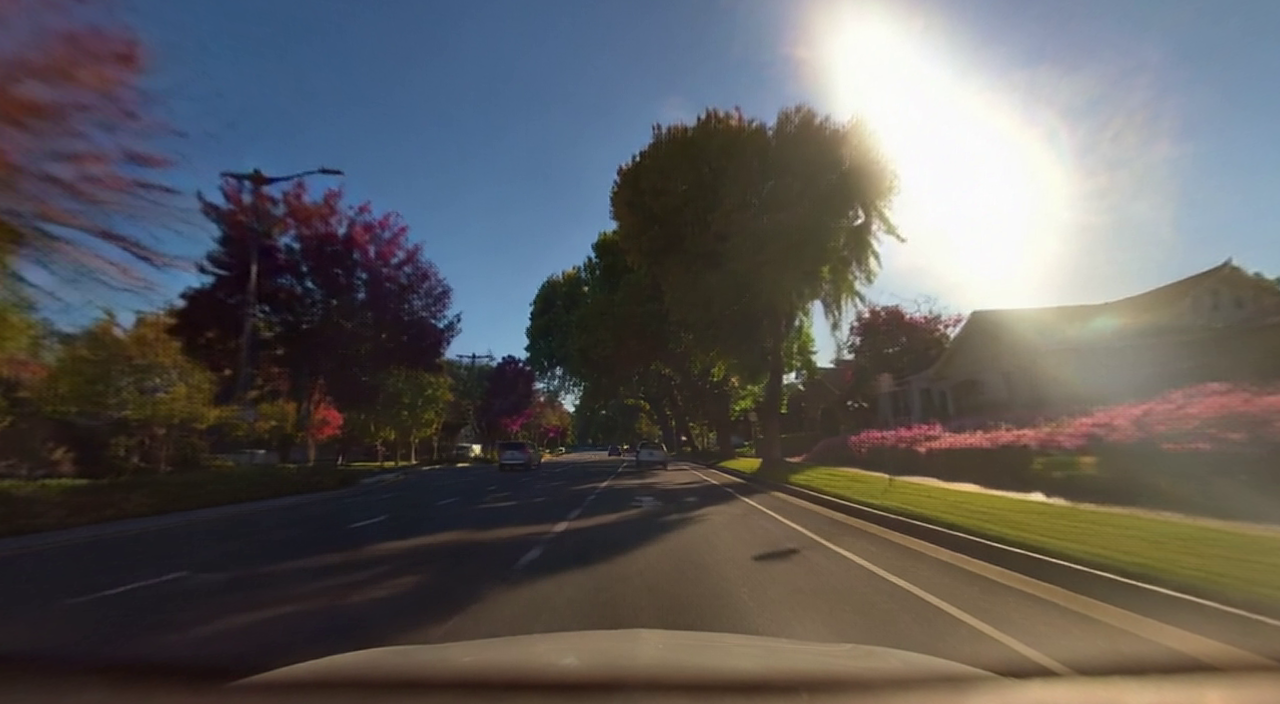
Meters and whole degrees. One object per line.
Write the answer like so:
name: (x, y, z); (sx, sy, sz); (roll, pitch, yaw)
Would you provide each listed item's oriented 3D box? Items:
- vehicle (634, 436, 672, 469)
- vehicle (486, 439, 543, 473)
vehicle: (0.732, 5.904, 37.316); (2.070, 1.764, 4.552); (0, -8, 0)
vehicle: (-6.523, 5.443, 33.270); (1.993, 1.657, 4.487); (0, -8, 1)
